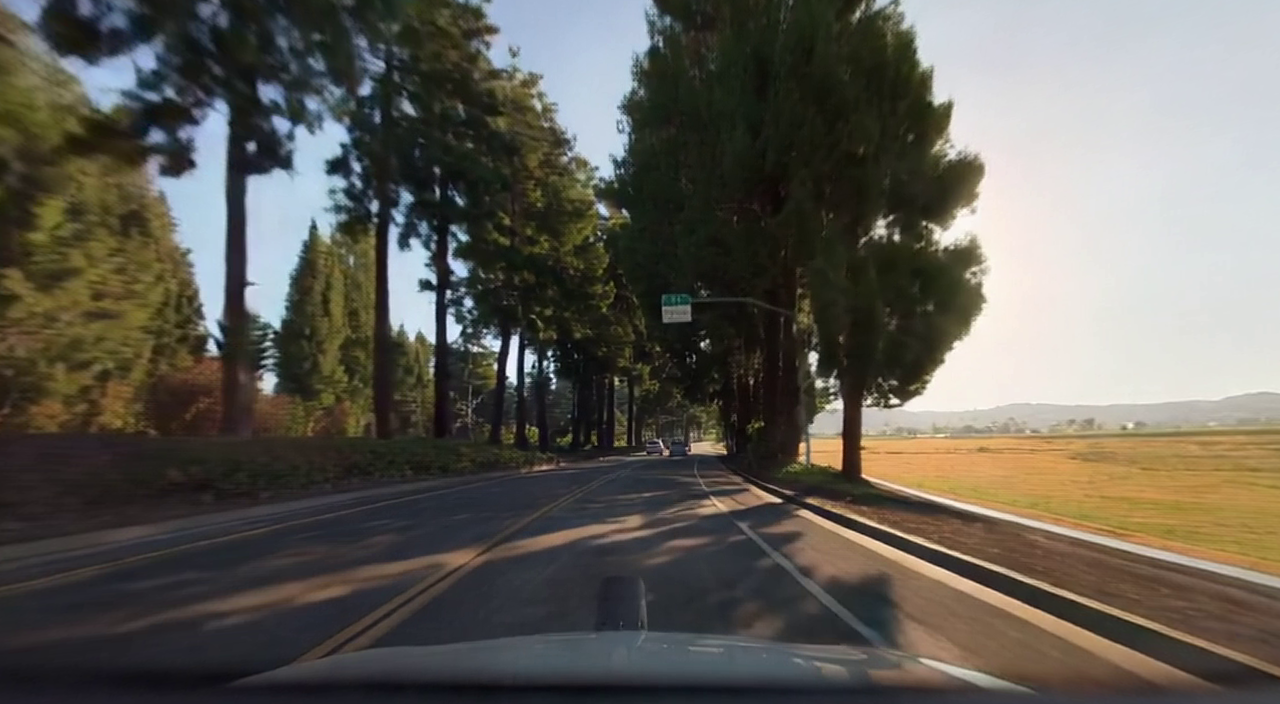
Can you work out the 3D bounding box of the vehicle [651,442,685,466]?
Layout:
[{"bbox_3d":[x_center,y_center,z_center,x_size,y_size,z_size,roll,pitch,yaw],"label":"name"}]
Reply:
[{"bbox_3d":[1.965,6.920,43.058,2.071,1.474,4.047,-1,-8,6],"label":"vehicle"}]
